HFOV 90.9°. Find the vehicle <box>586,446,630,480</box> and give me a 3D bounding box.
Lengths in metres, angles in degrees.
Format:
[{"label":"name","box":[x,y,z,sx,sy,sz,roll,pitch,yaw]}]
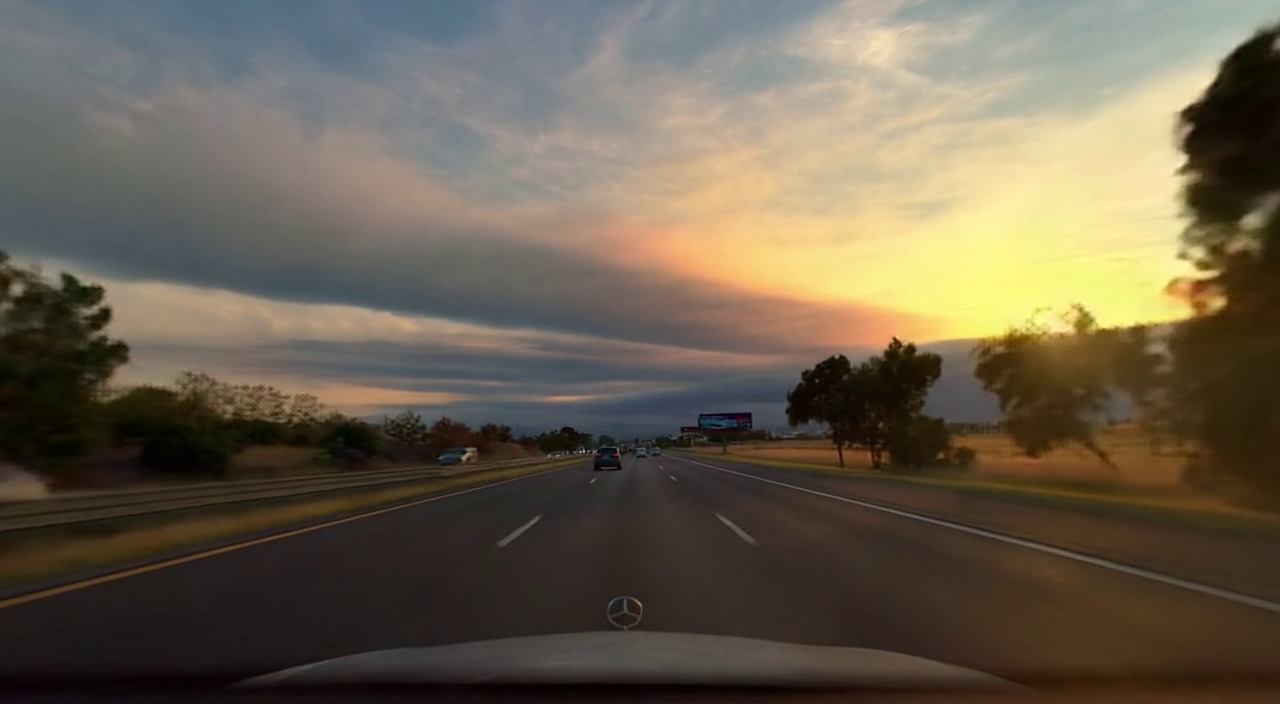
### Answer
[{"label":"vehicle","box":[-1.476,5.373,30.603,1.916,1.494,4.335,0,-9,0]}]
